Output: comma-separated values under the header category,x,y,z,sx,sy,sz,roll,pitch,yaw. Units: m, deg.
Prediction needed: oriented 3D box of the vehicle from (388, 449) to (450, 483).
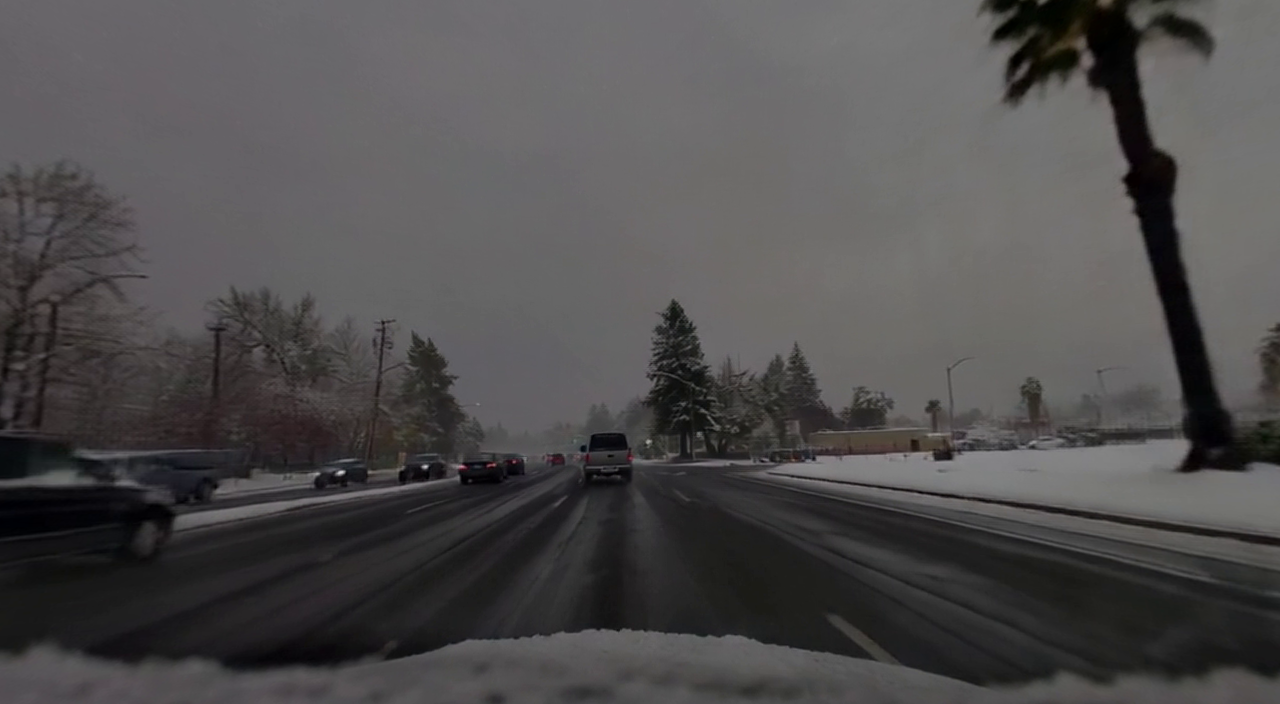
category,x,y,z,sx,sy,sz,roll,pitch,yaw
vehicle,-13.260,6.811,37.932,2.213,1.857,4.830,1,-9,-3

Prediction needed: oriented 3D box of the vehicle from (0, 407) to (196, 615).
category,x,y,z,sx,sy,sz,roll,pitch,yaw
vehicle,-6.354,1.281,5.010,2.235,1.682,4.662,0,-9,-1

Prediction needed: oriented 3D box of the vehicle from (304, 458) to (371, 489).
category,x,y,z,sx,sy,sz,roll,pitch,yaw
vehicle,-16.501,6.609,34.447,1.971,1.518,3.772,1,-9,-3

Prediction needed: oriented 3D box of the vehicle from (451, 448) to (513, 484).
category,x,y,z,sx,sy,sz,roll,pitch,yaw
vehicle,-7.515,5.444,30.311,2.016,1.576,4.215,0,-9,-2

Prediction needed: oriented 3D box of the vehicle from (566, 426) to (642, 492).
category,x,y,z,sx,sy,sz,roll,pitch,yaw
vehicle,-1.506,4.037,23.943,2.507,2.161,6.049,1,-9,-6
